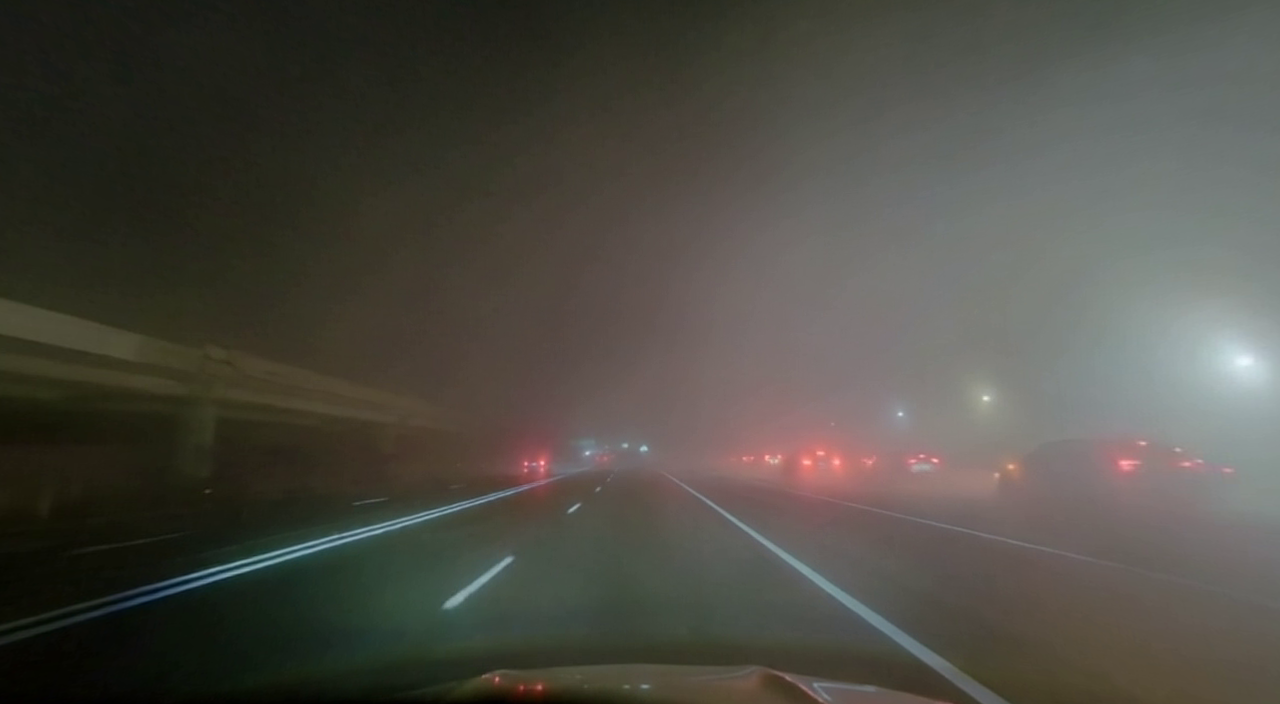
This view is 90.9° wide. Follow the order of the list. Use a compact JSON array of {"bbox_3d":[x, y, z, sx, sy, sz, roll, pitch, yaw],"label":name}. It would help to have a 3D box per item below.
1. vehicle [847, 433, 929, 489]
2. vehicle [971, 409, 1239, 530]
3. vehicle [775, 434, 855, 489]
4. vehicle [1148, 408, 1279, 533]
[{"bbox_3d":[18.312,8.056,47.222,2.698,3.744,8.974,0,-9,2],"label":"vehicle"},{"bbox_3d":[15.897,4.115,22.907,2.635,3.459,9.104,0,-9,-1],"label":"vehicle"},{"bbox_3d":[12.792,8.102,47.195,2.941,3.578,10.624,0,-9,0],"label":"vehicle"},{"bbox_3d":[18.673,3.439,18.506,2.594,3.362,5.549,0,-9,-1],"label":"vehicle"}]
